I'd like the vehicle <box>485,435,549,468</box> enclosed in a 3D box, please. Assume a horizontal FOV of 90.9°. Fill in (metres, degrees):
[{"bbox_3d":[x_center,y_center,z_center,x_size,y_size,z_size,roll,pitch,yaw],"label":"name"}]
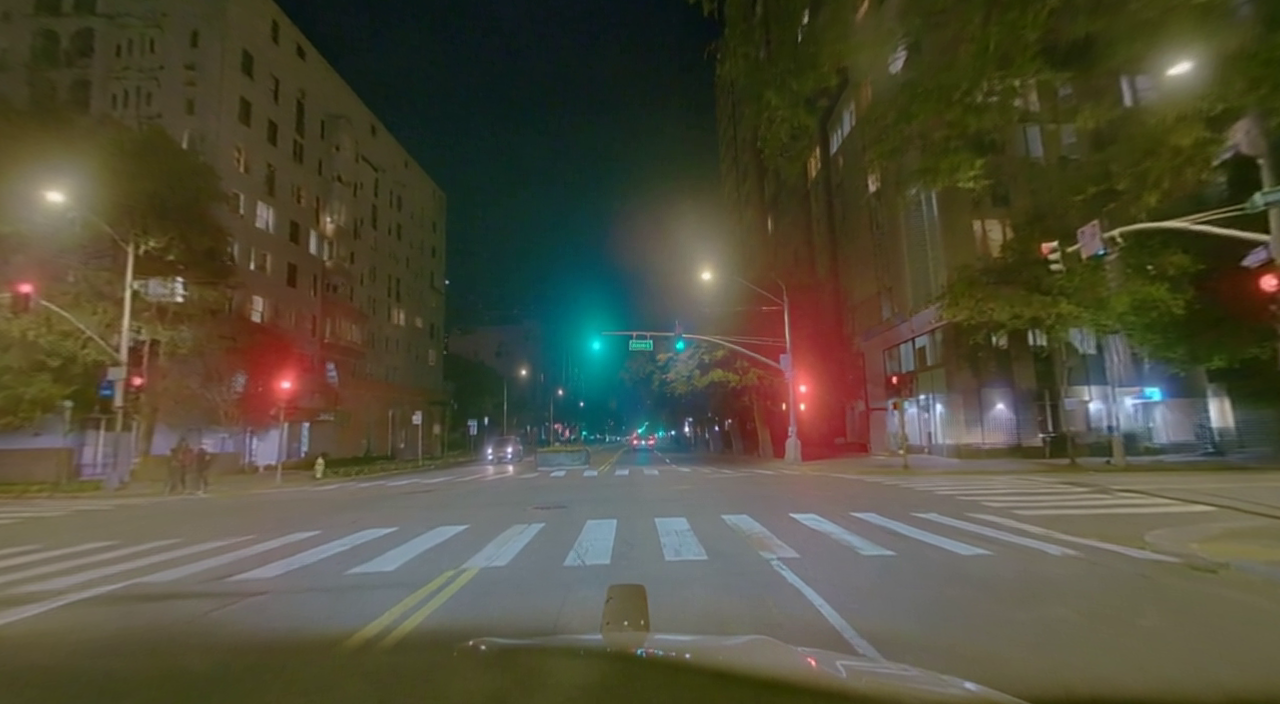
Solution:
[{"bbox_3d":[-5.767,4.714,30.115,2.127,1.473,4.428,0,-8,1],"label":"vehicle"}]
